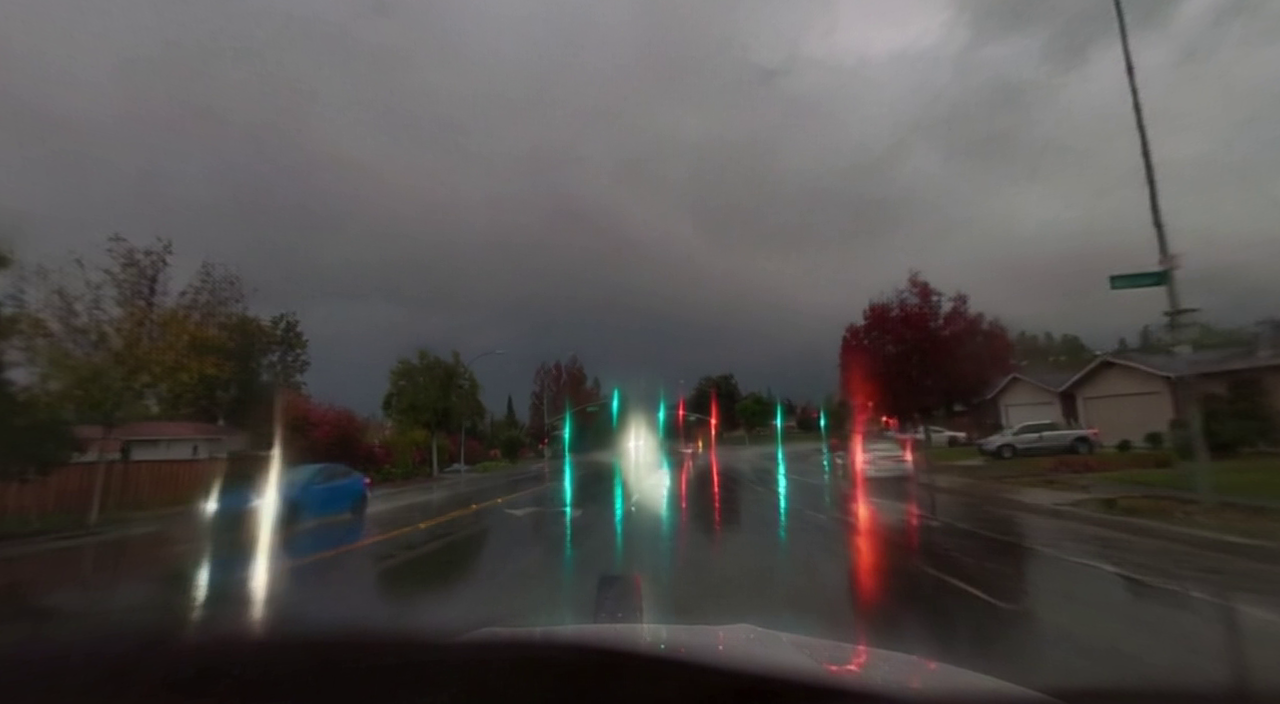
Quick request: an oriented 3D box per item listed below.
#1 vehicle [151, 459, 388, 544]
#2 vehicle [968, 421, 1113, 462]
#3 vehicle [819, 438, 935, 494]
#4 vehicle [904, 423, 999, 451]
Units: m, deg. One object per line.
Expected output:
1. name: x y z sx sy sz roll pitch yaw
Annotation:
1. vehicle: -8.201 3.308 14.704 2.067 1.491 4.807 -2 -9 9
2. vehicle: 15.217 3.443 24.209 4.164 1.470 1.921 -1 -8 6
3. vehicle: 6.874 3.339 18.892 1.917 1.440 4.335 -1 -8 2
4. vehicle: 17.026 4.683 34.656 4.210 1.474 1.799 -1 -8 5
